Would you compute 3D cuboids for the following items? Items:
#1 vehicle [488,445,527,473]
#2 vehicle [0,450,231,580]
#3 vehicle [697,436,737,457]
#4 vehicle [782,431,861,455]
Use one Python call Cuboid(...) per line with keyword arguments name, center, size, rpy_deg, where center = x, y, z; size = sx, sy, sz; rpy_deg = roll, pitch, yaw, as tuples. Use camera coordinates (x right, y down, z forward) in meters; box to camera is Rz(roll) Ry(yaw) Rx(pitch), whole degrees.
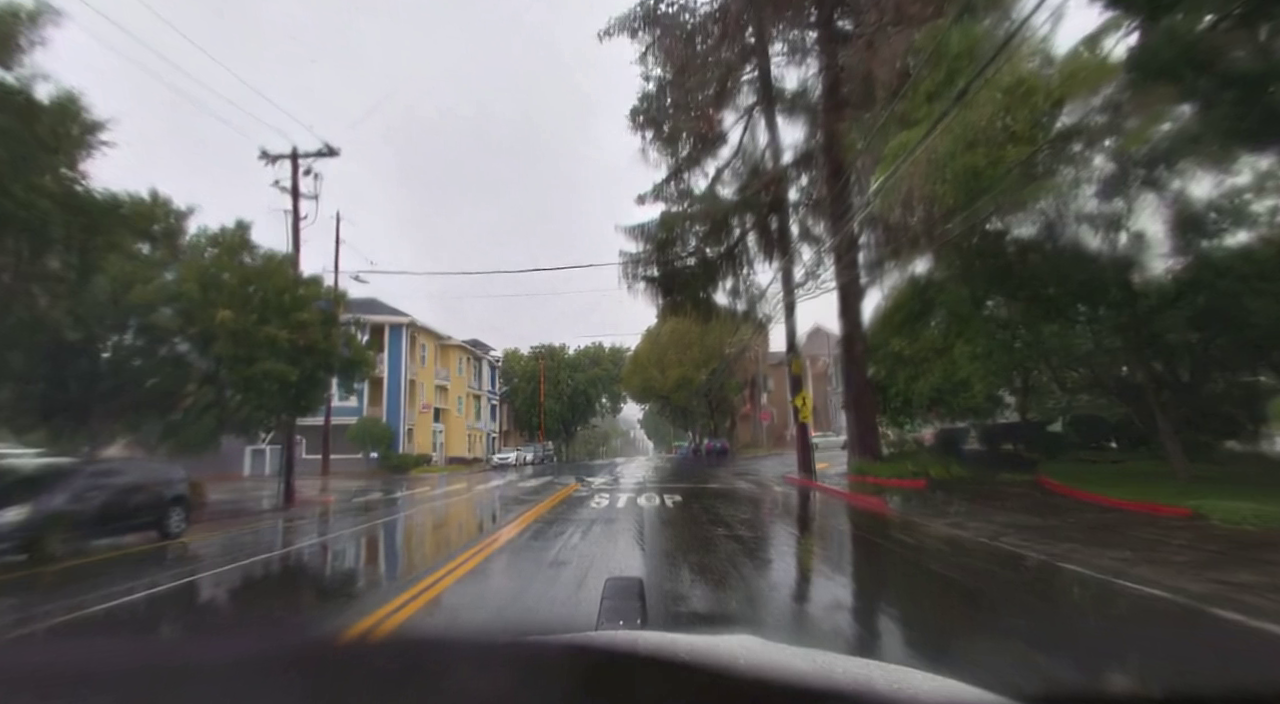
Cuboid(name="vehicle", center=(-9.385, 7.572, 45.053), size=(1.900, 1.683, 4.486), rpy_deg=(-5, -8, -4))
Cuboid(name="vehicle", center=(-8.912, 2.421, 9.904), size=(1.984, 1.465, 4.622), rpy_deg=(-5, -7, 0))
Cuboid(name="vehicle", center=(5.664, 7.017, 46.955), size=(2.059, 1.502, 4.824), rpy_deg=(0, -8, -4))
Cuboid(name="vehicle", center=(11.471, 5.758, 40.064), size=(4.336, 1.424, 1.954), rpy_deg=(1, -9, -9))
